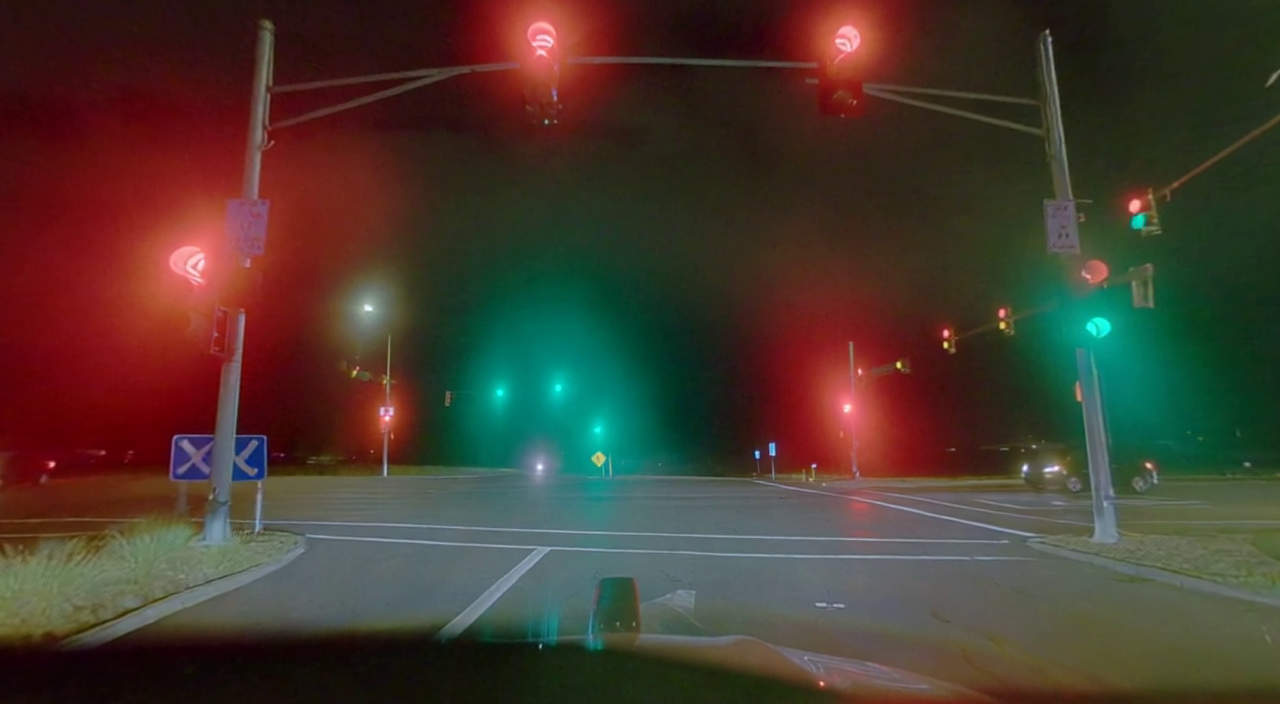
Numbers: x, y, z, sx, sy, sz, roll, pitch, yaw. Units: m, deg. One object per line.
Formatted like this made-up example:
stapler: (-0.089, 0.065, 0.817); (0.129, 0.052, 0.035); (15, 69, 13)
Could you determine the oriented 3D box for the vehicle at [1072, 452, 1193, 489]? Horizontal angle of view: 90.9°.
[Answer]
vehicle: (22.704, 5.454, 29.124); (3.998, 1.590, 1.936); (1, -10, -6)
